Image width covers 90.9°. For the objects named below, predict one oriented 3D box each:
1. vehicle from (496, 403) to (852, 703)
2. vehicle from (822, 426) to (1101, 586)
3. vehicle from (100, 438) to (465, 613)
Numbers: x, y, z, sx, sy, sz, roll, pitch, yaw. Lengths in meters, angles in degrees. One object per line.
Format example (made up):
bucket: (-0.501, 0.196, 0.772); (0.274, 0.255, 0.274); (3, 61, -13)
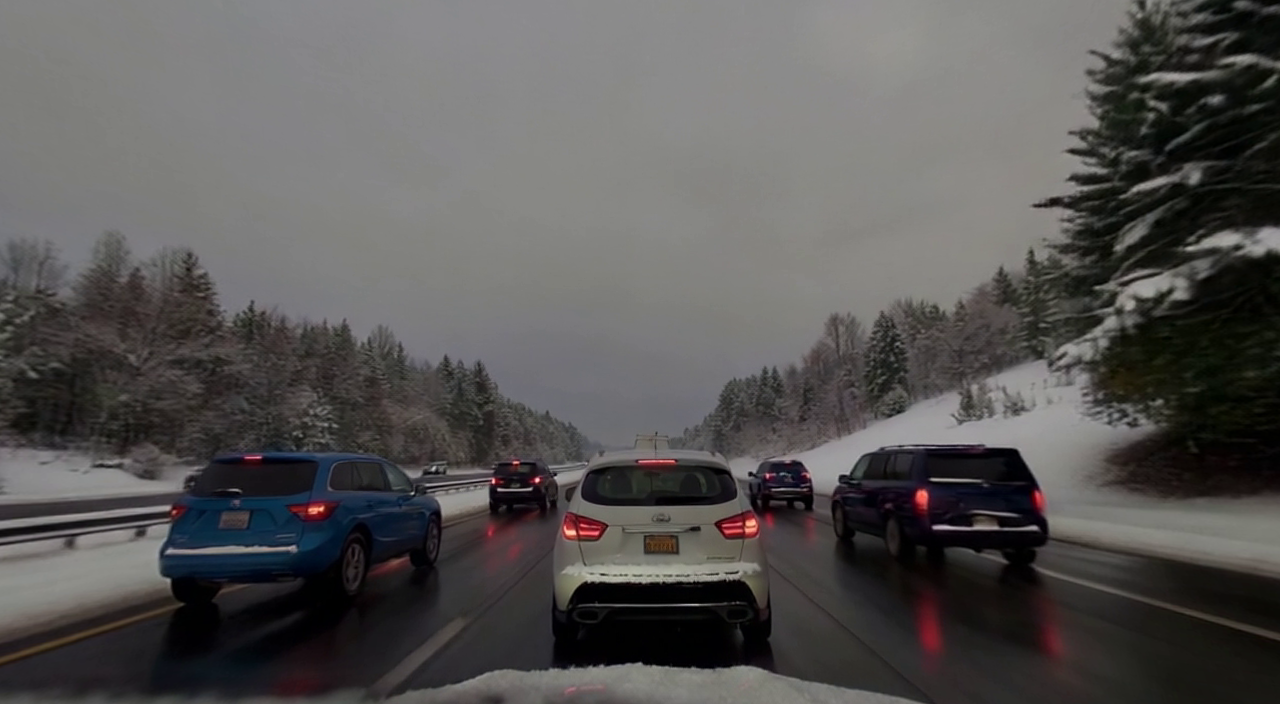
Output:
vehicle: (0.193, 1.560, 5.825); (2.057, 1.725, 4.126); (1, -11, 0)
vehicle: (4.502, 2.253, 9.799); (1.984, 1.876, 4.287); (1, -11, -1)
vehicle: (-3.881, 1.985, 7.964); (1.994, 1.556, 4.263); (0, -11, 1)
